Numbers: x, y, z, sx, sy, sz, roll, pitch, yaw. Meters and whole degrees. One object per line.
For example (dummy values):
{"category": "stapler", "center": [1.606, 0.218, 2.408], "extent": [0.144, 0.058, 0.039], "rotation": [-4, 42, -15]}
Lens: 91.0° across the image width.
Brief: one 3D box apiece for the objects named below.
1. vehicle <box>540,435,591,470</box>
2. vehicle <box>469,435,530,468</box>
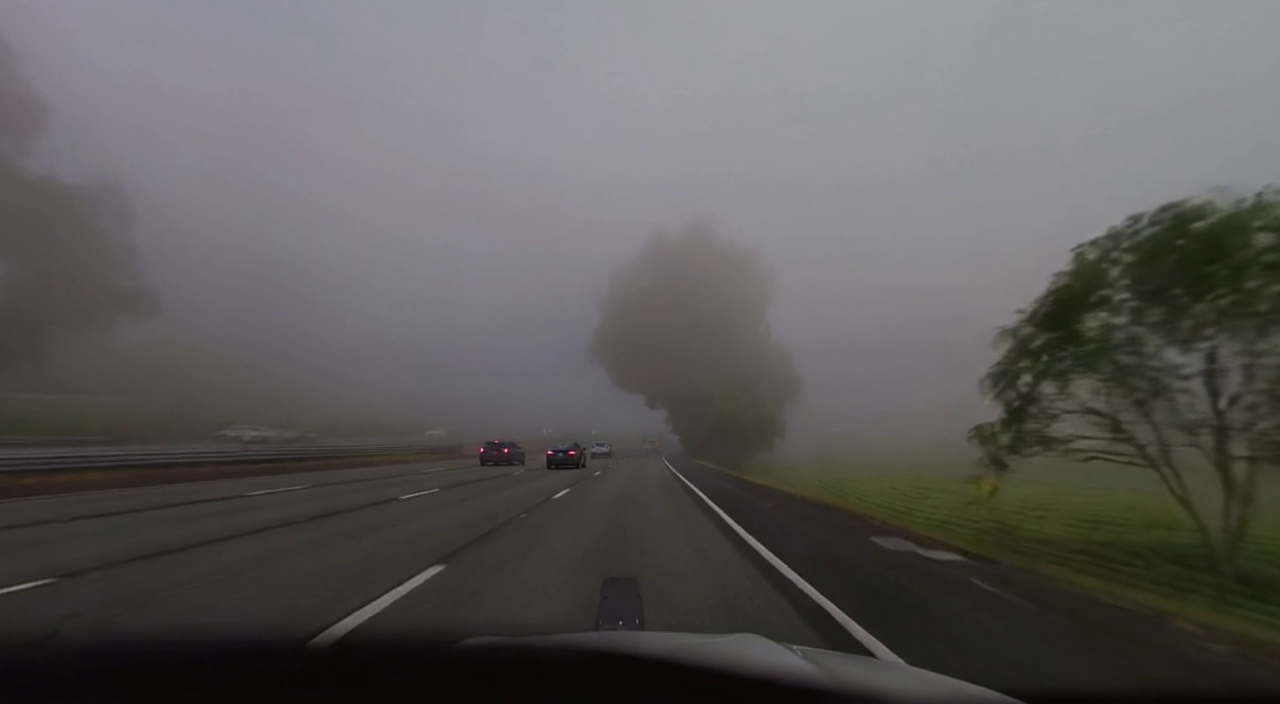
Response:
{"category": "vehicle", "center": [-3.840, 5.317, 33.330], "extent": [2.035, 1.673, 4.469], "rotation": [0, -9, 2]}
{"category": "vehicle", "center": [-7.544, 5.405, 34.313], "extent": [2.108, 1.686, 4.556], "rotation": [0, -9, 2]}
